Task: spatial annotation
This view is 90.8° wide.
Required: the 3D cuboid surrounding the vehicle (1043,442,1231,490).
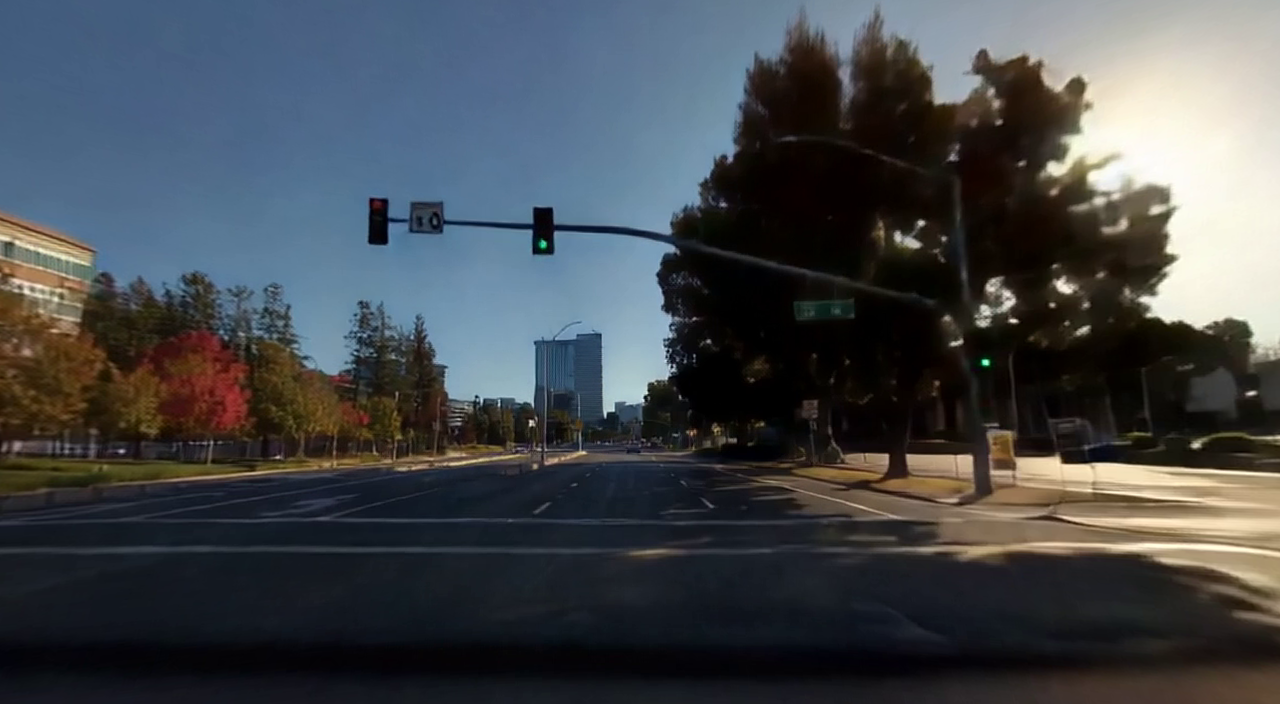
[{"bbox_3d":[16.067,3.692,20.612,4.483,1.452,1.924,0,-8,0],"label":"vehicle"}]
